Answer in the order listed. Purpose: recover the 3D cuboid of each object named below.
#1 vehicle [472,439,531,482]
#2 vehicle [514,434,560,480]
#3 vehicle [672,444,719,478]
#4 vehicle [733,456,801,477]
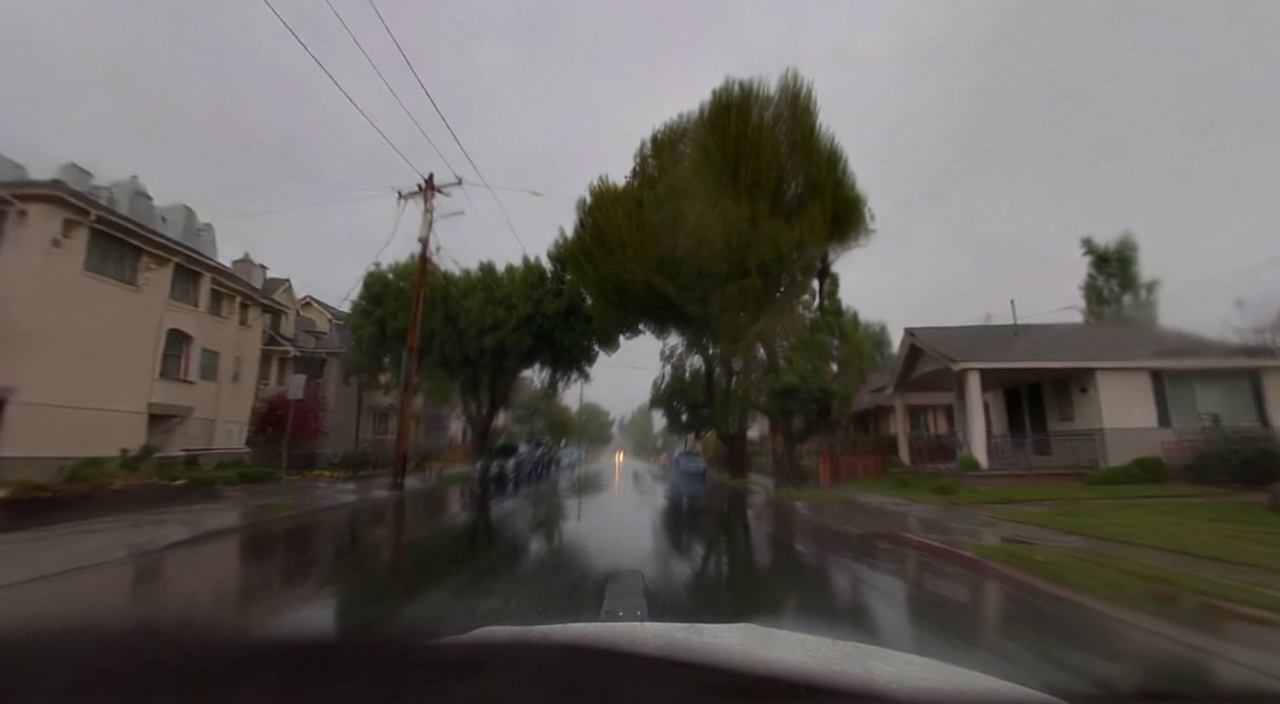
[{"bbox_3d":[-7.182,5.759,33.103,1.947,1.480,4.330,-2,-20,1],"label":"vehicle"},{"bbox_3d":[-7.195,7.488,44.325,2.153,1.982,6.150,-4,-20,-1],"label":"vehicle"},{"bbox_3d":[3.087,6.194,36.175,2.159,1.760,5.345,1,-9,-1],"label":"vehicle"},{"bbox_3d":[9.778,8.900,48.814,4.850,1.506,1.971,1,-9,0],"label":"vehicle"}]
